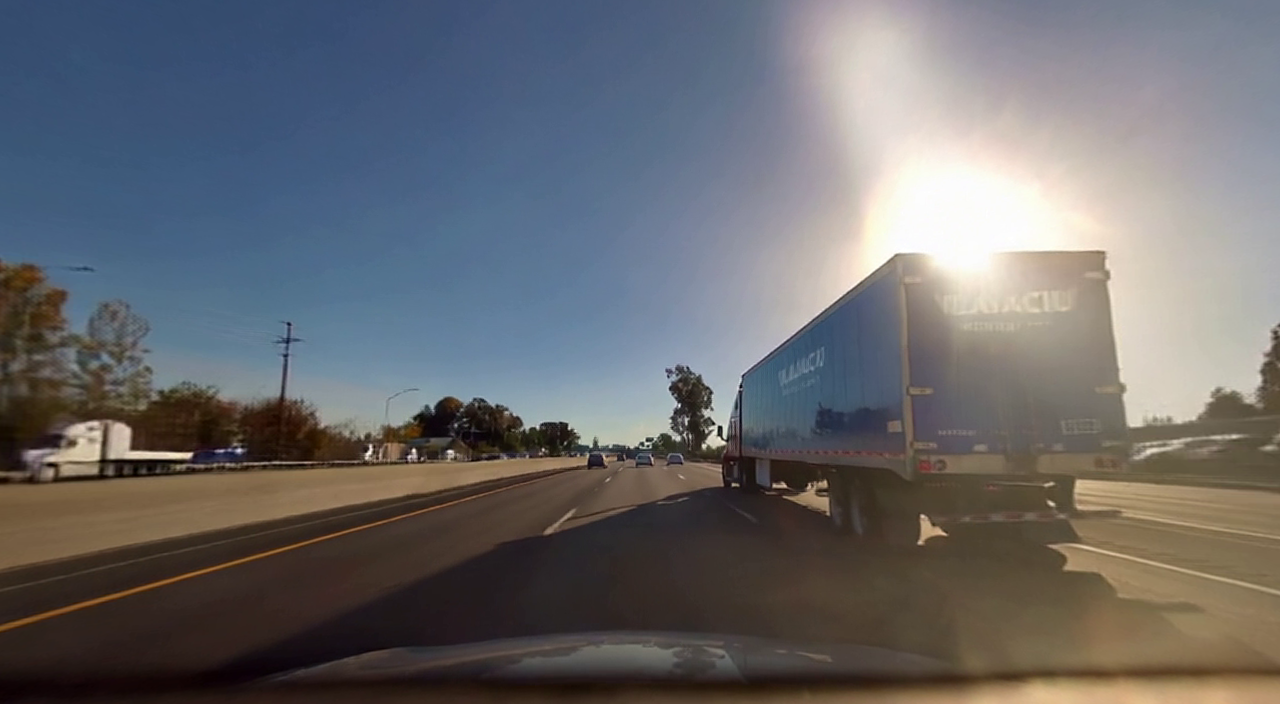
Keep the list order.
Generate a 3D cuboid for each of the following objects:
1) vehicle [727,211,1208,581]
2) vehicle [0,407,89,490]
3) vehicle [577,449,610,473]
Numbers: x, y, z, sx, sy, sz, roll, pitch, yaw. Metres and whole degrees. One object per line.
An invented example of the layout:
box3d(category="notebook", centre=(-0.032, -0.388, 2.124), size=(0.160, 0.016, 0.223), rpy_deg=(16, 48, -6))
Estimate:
box3d(category="vehicle", centre=(4.472, 1.480, 13.987), size=(2.847, 4.075, 14.244), rpy_deg=(0, -9, -1))
box3d(category="vehicle", centre=(-30.568, 4.629, 30.214), size=(2.960, 3.677, 5.863), rpy_deg=(1, -9, -4))
box3d(category="vehicle", centre=(-3.392, 8.050, 46.773), size=(2.107, 1.626, 4.804), rpy_deg=(0, -9, 0))
